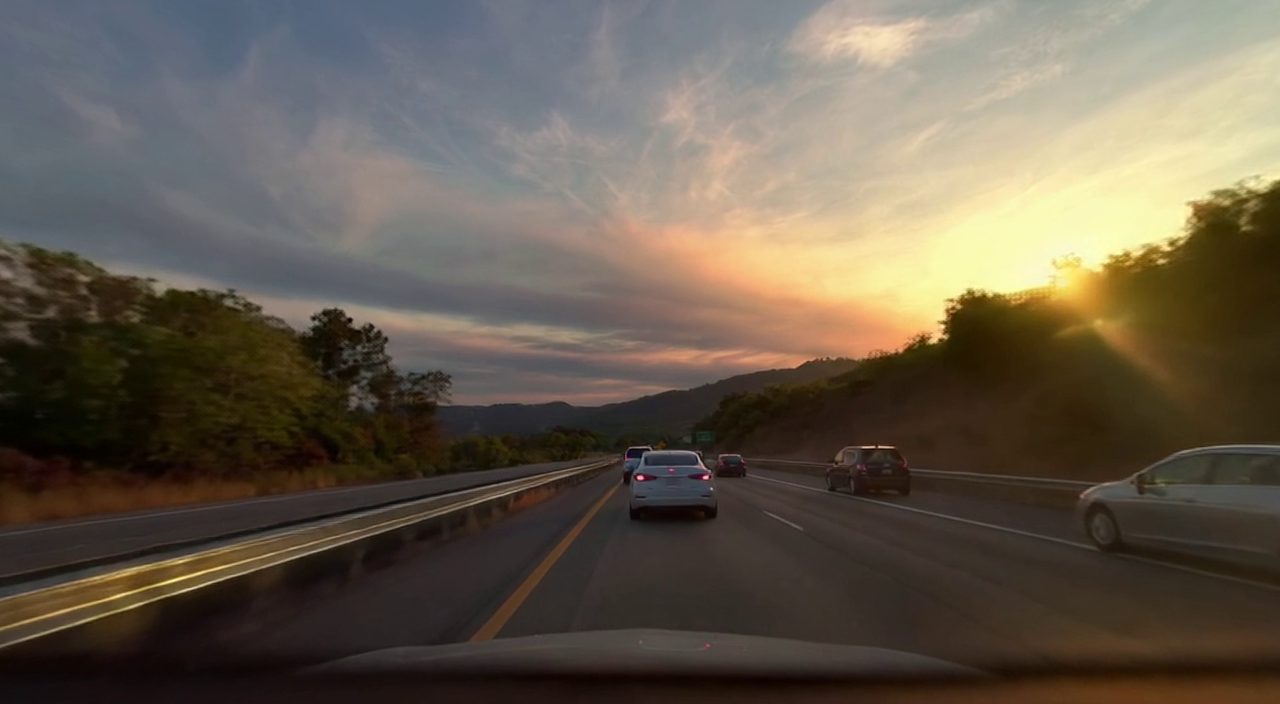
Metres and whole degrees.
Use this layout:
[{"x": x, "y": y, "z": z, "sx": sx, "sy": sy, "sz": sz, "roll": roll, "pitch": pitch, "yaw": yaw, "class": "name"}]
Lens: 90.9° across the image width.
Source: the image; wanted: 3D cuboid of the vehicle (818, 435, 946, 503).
[{"x": 6.806, "y": 3.330, "z": 18.308, "sx": 1.980, "sy": 1.702, "sz": 4.235, "roll": 0, "pitch": -9, "yaw": 0, "class": "vehicle"}]

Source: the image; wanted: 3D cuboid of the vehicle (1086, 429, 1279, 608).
[{"x": 6.355, "y": 1.418, "z": 5.455, "sx": 1.965, "sy": 1.484, "sz": 4.090, "roll": 0, "pitch": -9, "yaw": 0, "class": "vehicle"}]

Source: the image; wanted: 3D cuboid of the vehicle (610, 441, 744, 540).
[{"x": 0.572, "y": 2.445, "z": 11.679, "sx": 2.076, "sy": 1.485, "sz": 3.774, "roll": 0, "pitch": -9, "yaw": 0, "class": "vehicle"}]
